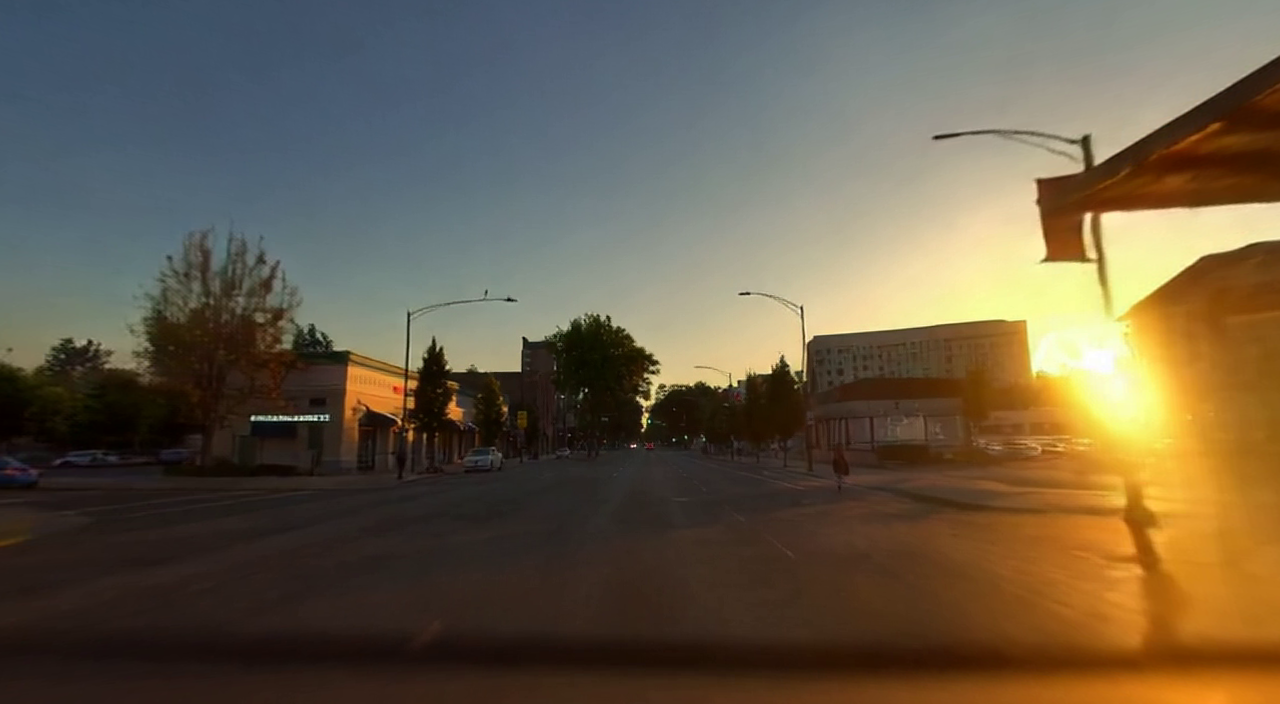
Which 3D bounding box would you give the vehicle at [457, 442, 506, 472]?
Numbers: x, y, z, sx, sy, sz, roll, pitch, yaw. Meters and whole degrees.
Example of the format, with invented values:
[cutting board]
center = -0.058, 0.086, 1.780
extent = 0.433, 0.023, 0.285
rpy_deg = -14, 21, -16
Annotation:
[vehicle]
center = -10.583, 7.002, 42.465
extent = 2.060, 1.796, 4.675
rpy_deg = -1, -7, 0
